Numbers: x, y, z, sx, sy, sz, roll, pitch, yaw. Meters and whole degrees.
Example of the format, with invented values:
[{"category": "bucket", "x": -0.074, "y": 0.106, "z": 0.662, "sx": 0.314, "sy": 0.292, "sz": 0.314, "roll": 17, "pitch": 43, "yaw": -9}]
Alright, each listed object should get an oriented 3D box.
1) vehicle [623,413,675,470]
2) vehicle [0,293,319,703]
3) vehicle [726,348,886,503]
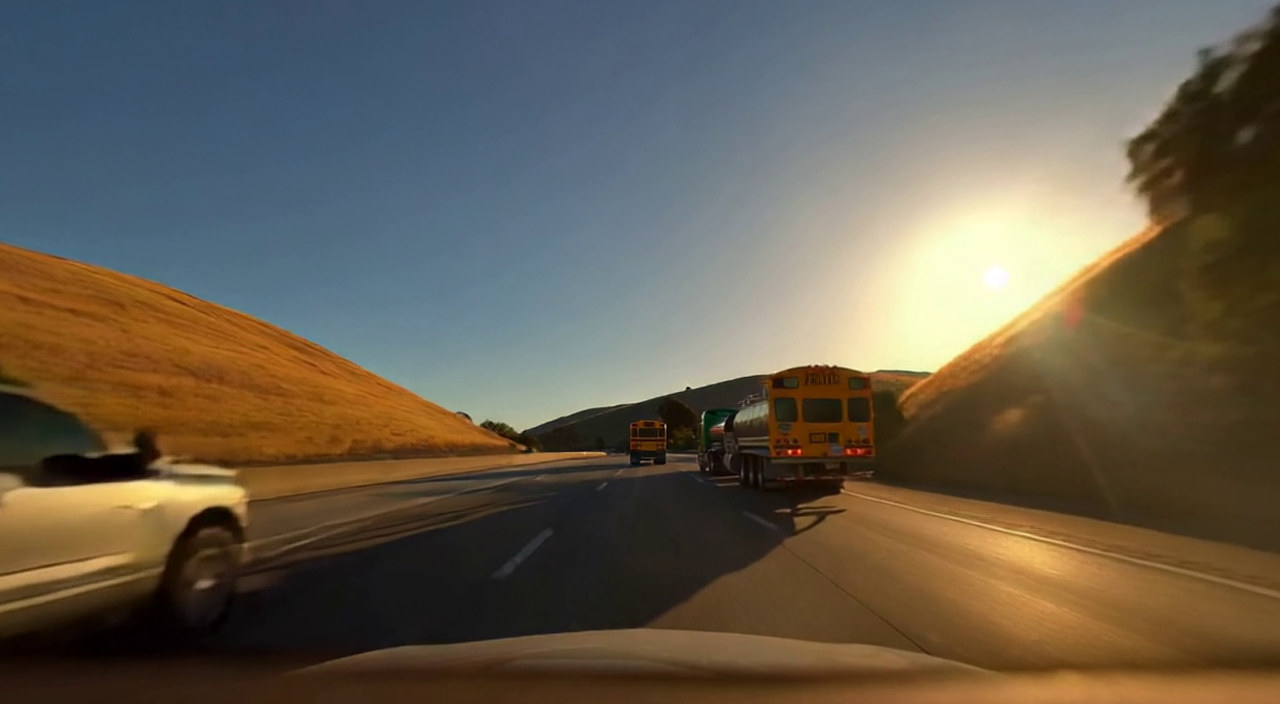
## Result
[{"category": "vehicle", "x": 0.552, "y": 5.932, "z": 41.721, "sx": 2.948, "sy": 3.265, "sz": 10.569, "roll": 0, "pitch": -8, "yaw": 0}, {"category": "vehicle", "x": -3.688, "y": 0.650, "z": 1.910, "sx": 2.241, "sy": 1.927, "sz": 5.833, "roll": 0, "pitch": -8, "yaw": 1}, {"category": "vehicle", "x": 4.450, "y": 2.252, "z": 18.677, "sx": 2.716, "sy": 3.705, "sz": 7.018, "roll": 0, "pitch": -8, "yaw": 0}]
